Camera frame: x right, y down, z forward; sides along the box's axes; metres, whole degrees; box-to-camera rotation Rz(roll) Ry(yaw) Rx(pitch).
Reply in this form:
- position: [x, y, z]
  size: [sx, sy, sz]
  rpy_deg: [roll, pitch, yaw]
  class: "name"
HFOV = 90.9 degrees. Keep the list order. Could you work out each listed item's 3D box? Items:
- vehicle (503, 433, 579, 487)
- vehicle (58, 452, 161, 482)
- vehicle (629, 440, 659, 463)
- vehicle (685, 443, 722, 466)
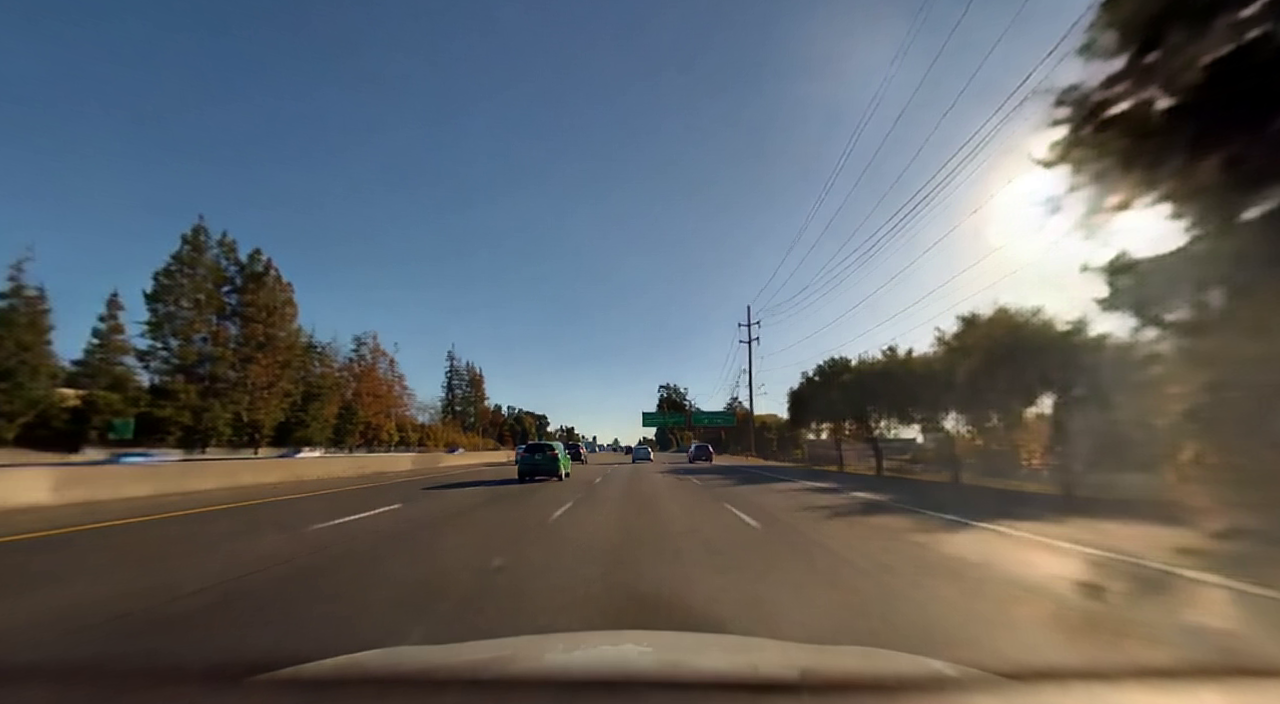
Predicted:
- position: [-3.347, 3.737, 22.171]
  size: [1.961, 1.704, 4.052]
  rpy_deg: [0, -8, 1]
  class: "vehicle"
- position: [-28.939, 6.256, 34.615]
  size: [1.797, 1.464, 4.428]
  rpy_deg: [0, -8, 0]
  class: "vehicle"
- position: [0.300, 7.623, 48.300]
  size: [2.156, 1.647, 3.987]
  rpy_deg: [0, -8, 1]
  class: "vehicle"
- position: [4.274, 6.953, 43.005]
  size: [1.964, 1.479, 4.252]
  rpy_deg: [0, -8, -1]
  class: "vehicle"
